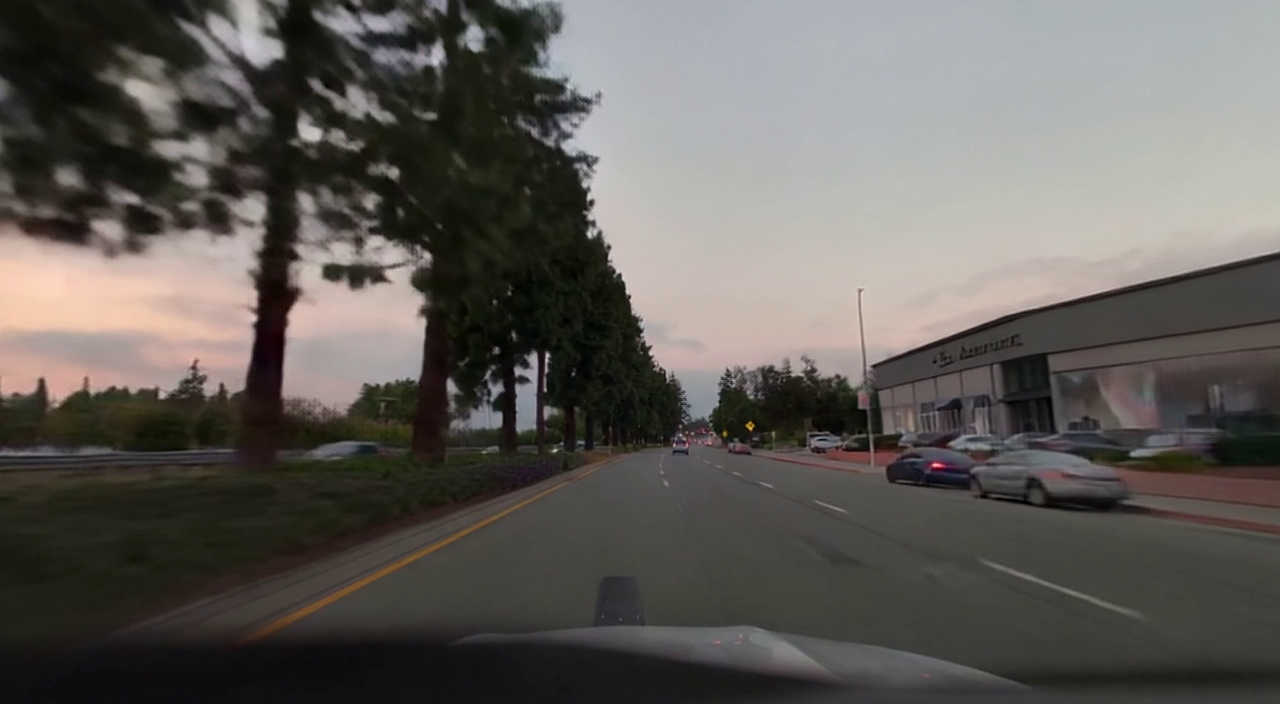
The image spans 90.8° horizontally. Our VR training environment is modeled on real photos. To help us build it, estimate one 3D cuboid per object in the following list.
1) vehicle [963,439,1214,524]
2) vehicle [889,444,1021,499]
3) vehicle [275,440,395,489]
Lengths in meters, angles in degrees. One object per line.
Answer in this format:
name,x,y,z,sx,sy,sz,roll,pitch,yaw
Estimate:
vehicle,9.005,2.624,13.381,2.022,1.449,4.706,-1,-9,3
vehicle,9.322,3.549,19.183,1.920,1.456,4.402,-1,-9,3
vehicle,-10.371,3.833,21.955,1.864,1.497,4.604,0,-9,0
